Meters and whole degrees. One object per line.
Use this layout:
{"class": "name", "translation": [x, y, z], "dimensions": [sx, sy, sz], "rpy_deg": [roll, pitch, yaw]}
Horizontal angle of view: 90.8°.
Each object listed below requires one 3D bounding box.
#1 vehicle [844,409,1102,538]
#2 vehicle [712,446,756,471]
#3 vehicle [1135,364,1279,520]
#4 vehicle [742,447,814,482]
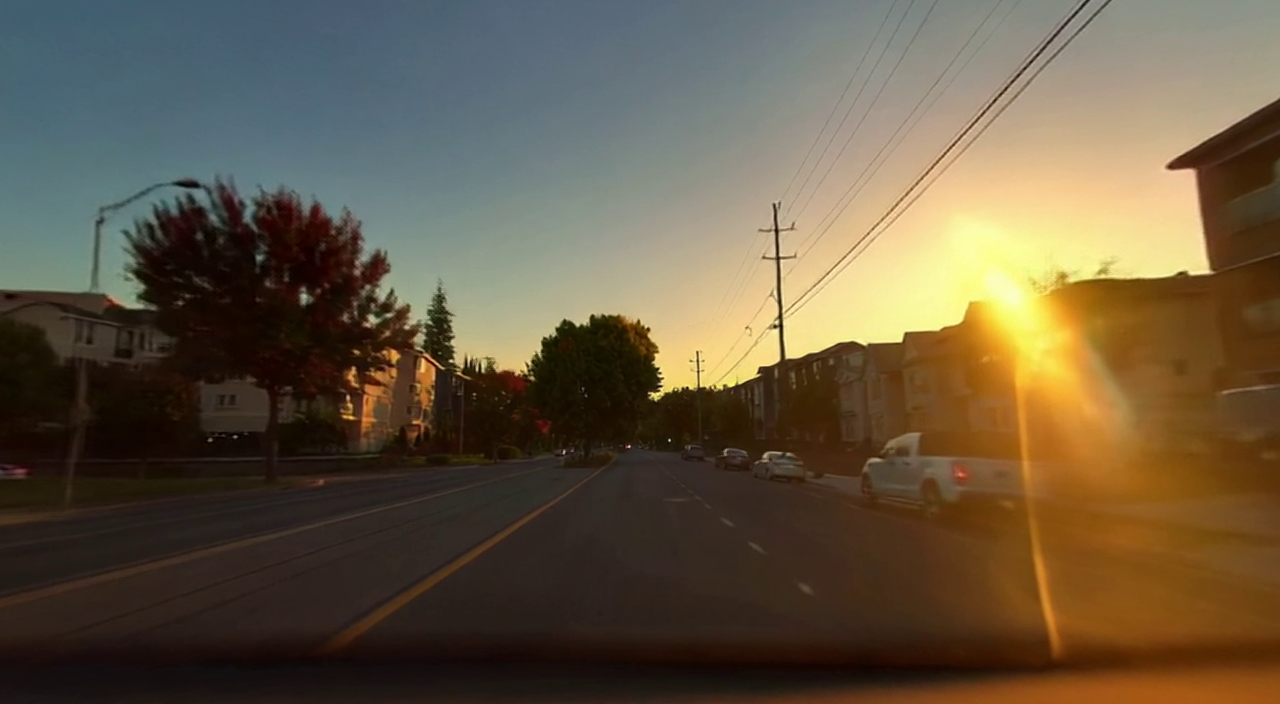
{"class": "vehicle", "translation": [6.315, 2.405, 13.268], "dimensions": [2.267, 2.037, 6.240], "rpy_deg": [-1, -9, 3]}
{"class": "vehicle", "translation": [5.967, 6.790, 40.555], "dimensions": [1.944, 1.478, 4.885], "rpy_deg": [0, -9, -2]}
{"class": "vehicle", "translation": [11.841, 1.604, 11.335], "dimensions": [1.794, 2.637, 4.533], "rpy_deg": [-1, -9, -5]}
{"class": "vehicle", "translation": [6.068, 5.011, 28.452], "dimensions": [2.013, 1.408, 5.011], "rpy_deg": [0, -9, -1]}
